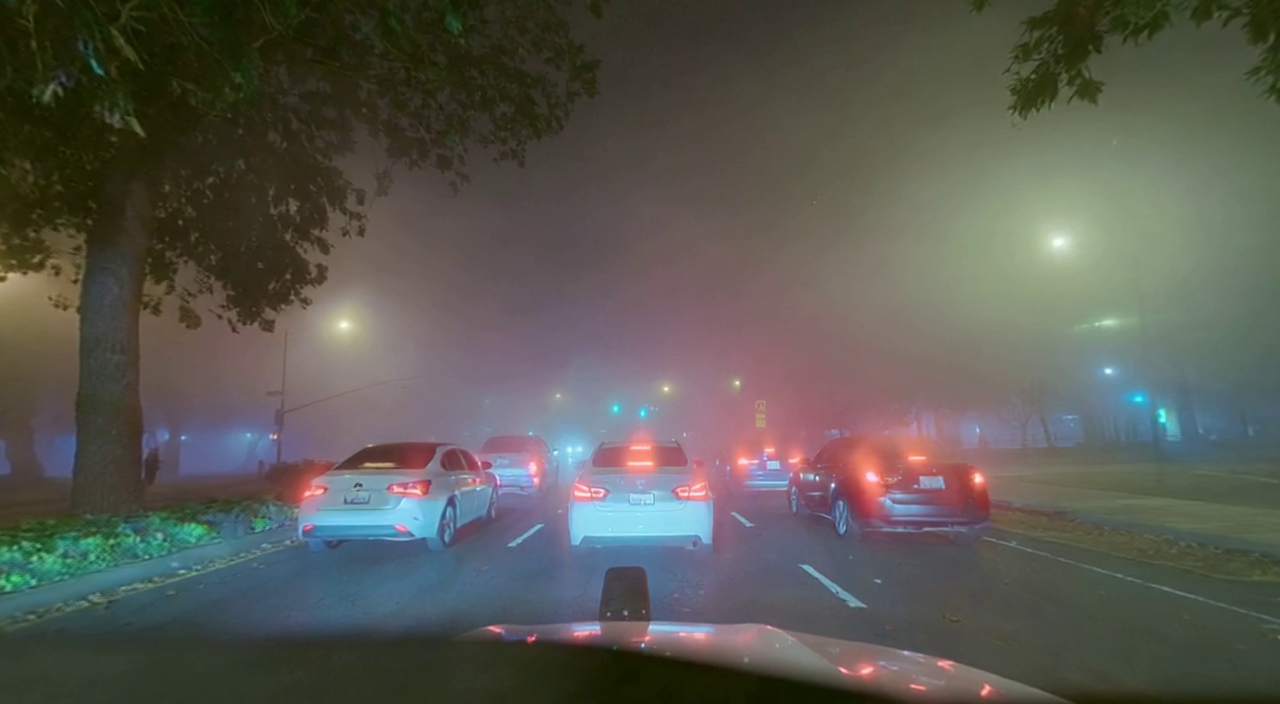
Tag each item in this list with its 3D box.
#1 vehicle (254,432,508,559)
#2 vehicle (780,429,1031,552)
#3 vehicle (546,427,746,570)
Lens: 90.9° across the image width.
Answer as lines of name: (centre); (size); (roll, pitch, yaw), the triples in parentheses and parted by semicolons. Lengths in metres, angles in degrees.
vehicle: (-3.463, 1.983, 9.460); (2.002, 1.465, 4.098); (0, -8, 1)
vehicle: (3.779, 2.030, 10.032); (1.990, 1.486, 4.431); (0, -8, -1)
vehicle: (0.047, 1.839, 8.659); (2.101, 1.480, 3.929); (0, -8, 0)
